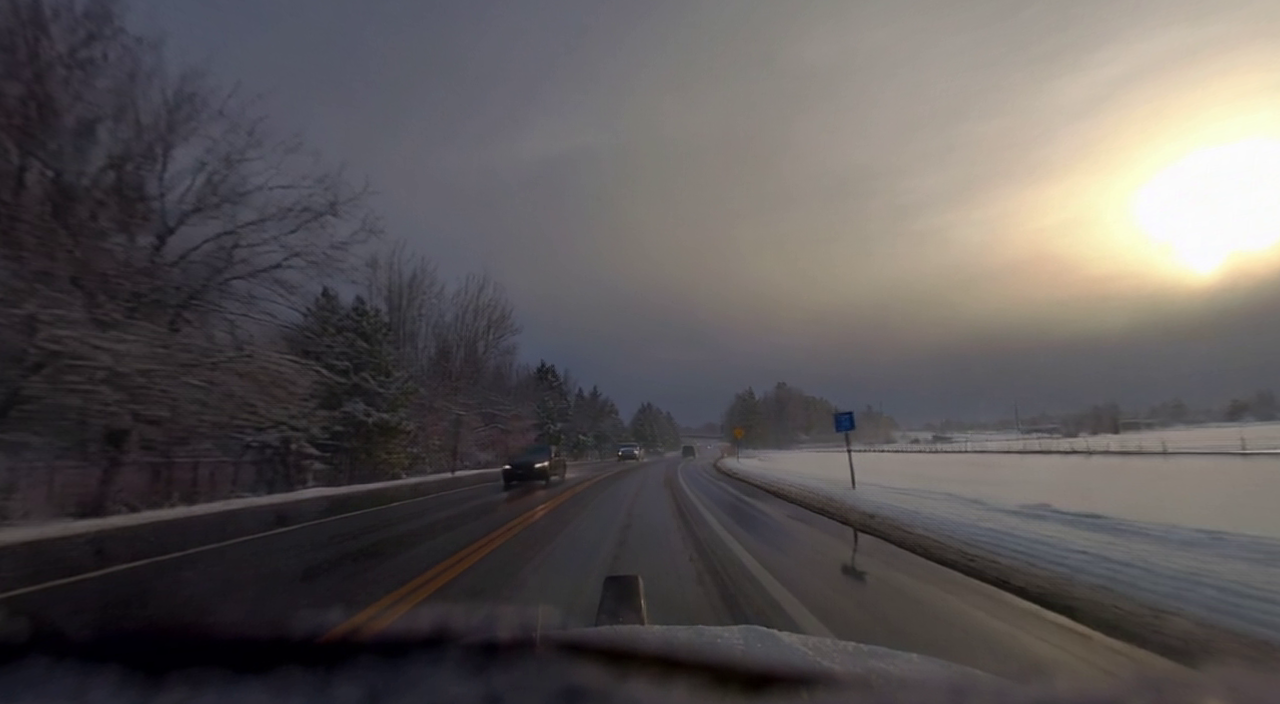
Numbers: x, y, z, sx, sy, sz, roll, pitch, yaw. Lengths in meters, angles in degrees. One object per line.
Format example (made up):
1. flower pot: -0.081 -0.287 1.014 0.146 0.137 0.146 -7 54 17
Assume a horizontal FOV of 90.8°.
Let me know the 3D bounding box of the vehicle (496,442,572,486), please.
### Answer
1. vehicle: -4.026 4.334 24.817 2.049 1.566 4.387 -1 -8 3
